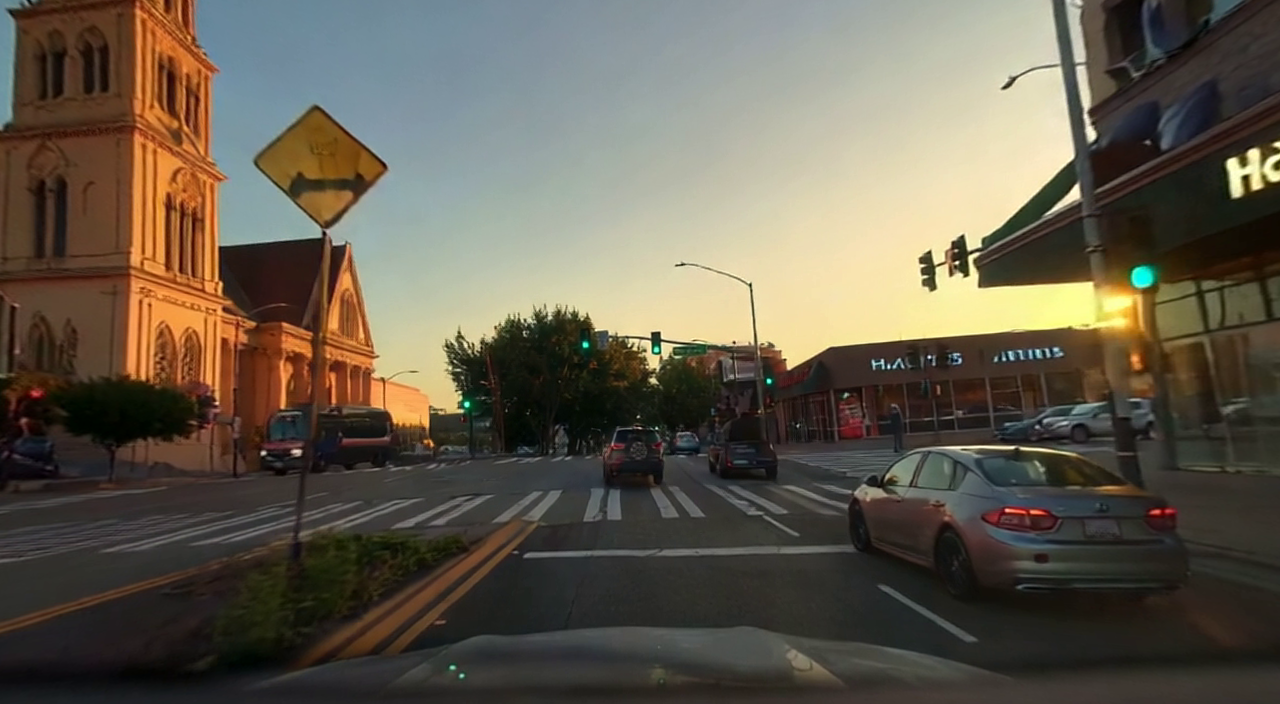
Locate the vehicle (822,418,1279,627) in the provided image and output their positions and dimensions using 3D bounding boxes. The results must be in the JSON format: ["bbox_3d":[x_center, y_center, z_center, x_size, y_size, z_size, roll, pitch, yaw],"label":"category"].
[{"bbox_3d":[3.610,1.539,6.794,1.883,1.472,4.471,0,-8,-1],"label":"vehicle"}]

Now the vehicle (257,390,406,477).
[{"bbox_3d":[-15.157,4.213,32.154,3.126,3.773,8.662,0,-8,0],"label":"vehicle"}]

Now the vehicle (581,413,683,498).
[{"bbox_3d":[-0.290,2.504,15.572,2.168,1.776,4.135,0,-8,-3],"label":"vehicle"}]

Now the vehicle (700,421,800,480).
[{"bbox_3d":[3.022,2.812,18.261,1.890,1.491,4.166,1,-8,-4],"label":"vehicle"}]
